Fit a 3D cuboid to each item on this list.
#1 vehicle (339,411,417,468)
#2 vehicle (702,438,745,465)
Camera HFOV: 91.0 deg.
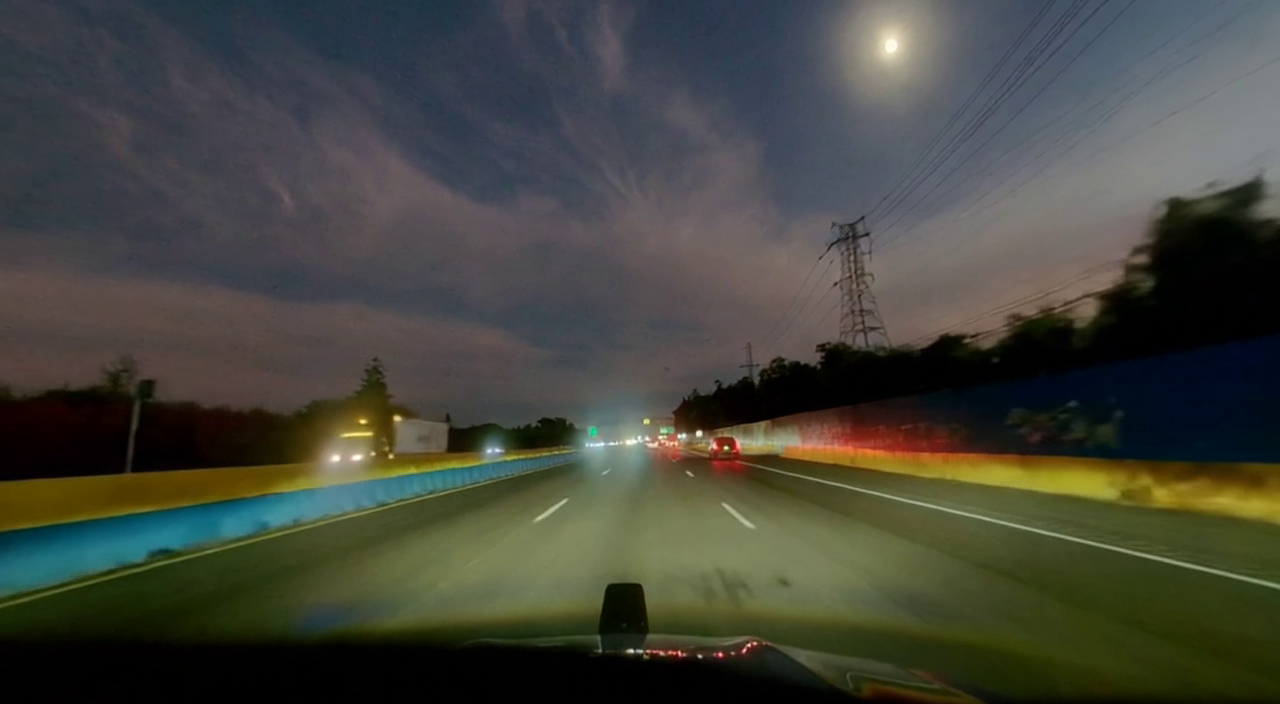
[{"bbox_3d":[-18.920,6.375,45.834,2.965,3.866,6.042,0,-8,0],"label":"vehicle"},{"bbox_3d":[4.960,5.953,37.745,1.991,1.494,3.951,0,-8,0],"label":"vehicle"}]
